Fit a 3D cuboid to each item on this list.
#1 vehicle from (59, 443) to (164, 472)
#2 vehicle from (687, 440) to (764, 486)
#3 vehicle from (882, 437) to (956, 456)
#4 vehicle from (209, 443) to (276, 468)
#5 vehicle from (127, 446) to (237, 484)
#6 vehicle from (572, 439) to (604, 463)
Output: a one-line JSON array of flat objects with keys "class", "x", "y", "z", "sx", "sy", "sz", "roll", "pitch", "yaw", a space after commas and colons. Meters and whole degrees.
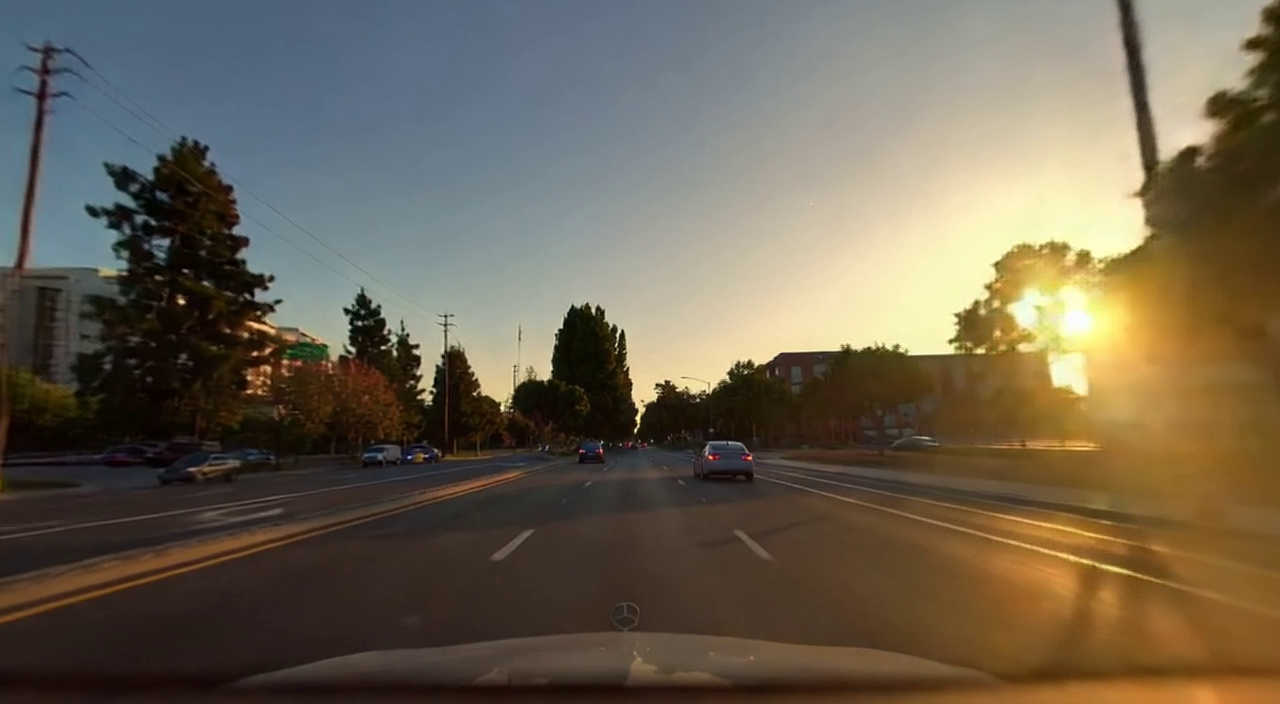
[{"class": "vehicle", "x": -30.554, "y": 6.091, "z": 36.627, "sx": 4.278, "sy": 1.625, "sz": 1.974, "roll": 0, "pitch": -8, "yaw": -1}, {"class": "vehicle", "x": 2.882, "y": 3.816, "z": 22.188, "sx": 1.966, "sy": 1.449, "sz": 4.290, "roll": 0, "pitch": -8, "yaw": -2}, {"class": "vehicle", "x": 21.554, "y": 7.322, "z": 48.893, "sx": 4.748, "sy": 1.451, "sz": 2.089, "roll": 0, "pitch": -8, "yaw": -1}, {"class": "vehicle", "x": -30.026, "y": 7.818, "z": 47.774, "sx": 3.855, "sy": 1.693, "sz": 1.875, "roll": -2, "pitch": -8, "yaw": 1}, {"class": "vehicle", "x": -22.457, "y": 5.507, "z": 31.258, "sx": 1.926, "sy": 1.681, "sz": 4.601, "roll": 0, "pitch": -8, "yaw": 1}, {"class": "vehicle", "x": -3.769, "y": 7.227, "z": 46.368, "sx": 1.935, "sy": 1.617, "sz": 4.045, "roll": 0, "pitch": -8, "yaw": 0}]
